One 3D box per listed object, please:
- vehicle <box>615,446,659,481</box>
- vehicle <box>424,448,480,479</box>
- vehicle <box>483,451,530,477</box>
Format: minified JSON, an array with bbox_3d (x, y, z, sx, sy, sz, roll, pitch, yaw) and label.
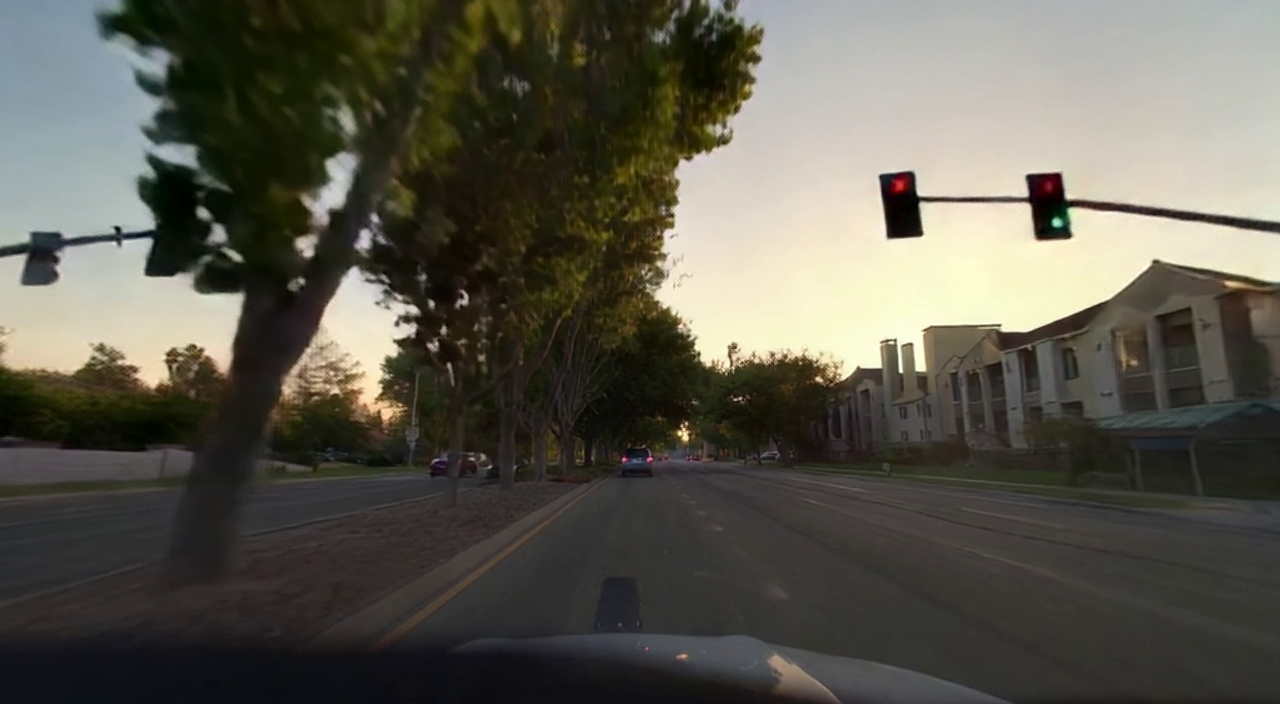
[{"bbox_3d":[-0.106,5.512,31.641,2.093,1.591,4.247,0,-8,1],"label":"vehicle"},{"bbox_3d":[-11.822,7.028,40.035,2.052,1.808,4.716,0,-8,0],"label":"vehicle"},{"bbox_3d":[-8.404,7.075,40.171,1.957,1.527,4.411,0,-8,1],"label":"vehicle"}]
